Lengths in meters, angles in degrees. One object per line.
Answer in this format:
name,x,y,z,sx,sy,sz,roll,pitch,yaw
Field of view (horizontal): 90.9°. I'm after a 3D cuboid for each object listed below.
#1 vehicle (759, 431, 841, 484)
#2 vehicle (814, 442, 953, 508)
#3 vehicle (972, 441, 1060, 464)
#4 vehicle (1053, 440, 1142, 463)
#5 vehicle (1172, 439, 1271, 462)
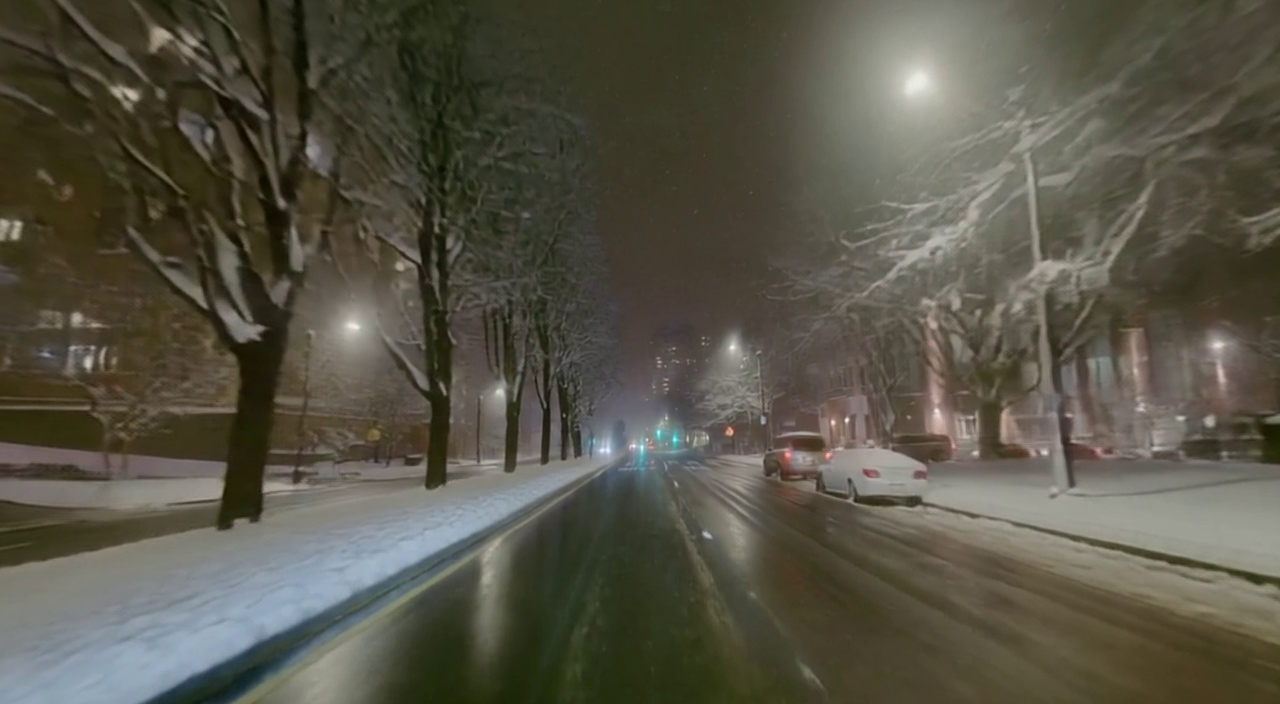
vehicle,6.310,4.221,25.512,2.045,1.890,4.876,0,-8,0
vehicle,6.306,3.211,16.998,1.948,1.511,4.623,0,-8,1
vehicle,25.238,6.728,42.449,4.733,1.494,1.794,0,-8,0
vehicle,30.458,6.605,42.051,4.373,1.489,1.908,0,-8,1
vehicle,38.537,6.500,41.842,4.519,1.466,1.996,0,-8,1
